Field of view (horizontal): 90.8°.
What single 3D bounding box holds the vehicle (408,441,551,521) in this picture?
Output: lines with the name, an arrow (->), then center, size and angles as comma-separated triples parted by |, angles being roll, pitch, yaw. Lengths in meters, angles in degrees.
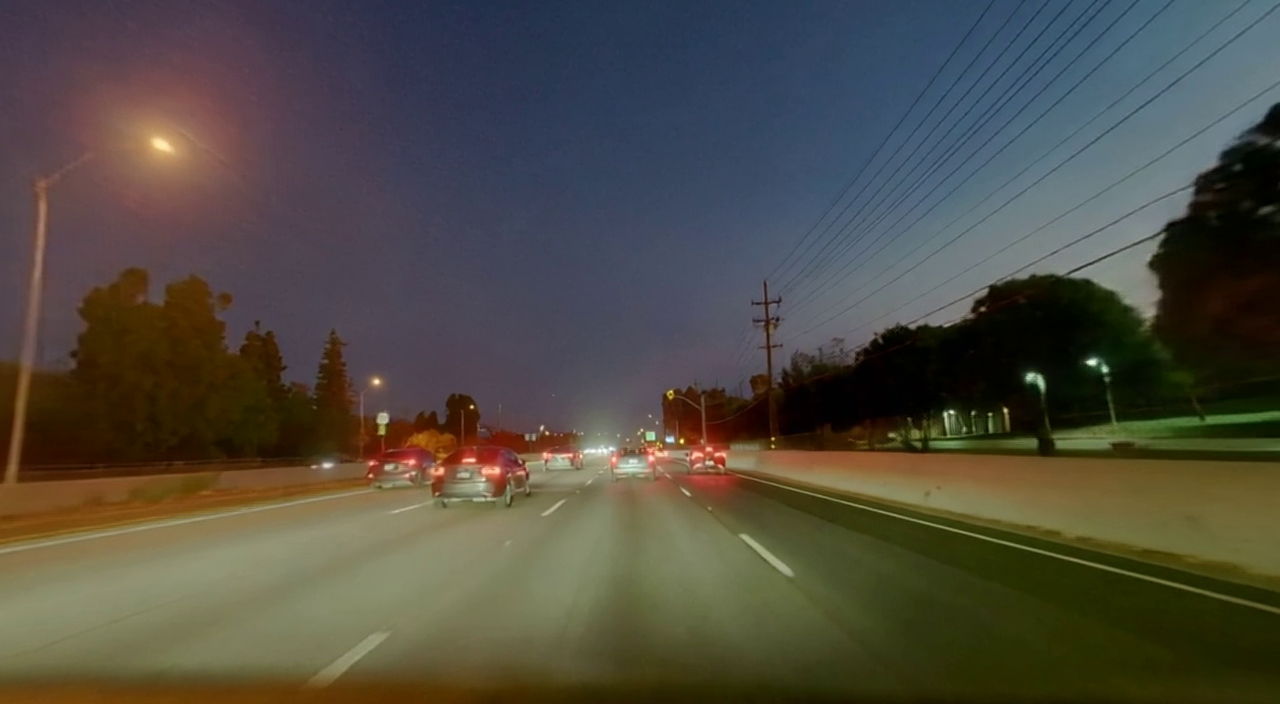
vehicle -> -3.272, 2.714, 13.915 | 1.958, 1.447, 4.454 | 0, -8, 0

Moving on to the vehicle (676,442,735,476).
vehicle -> 3.029, 5.066, 30.173 | 2.197, 1.464, 4.356 | 0, -8, -2

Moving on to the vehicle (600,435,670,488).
vehicle -> -0.179, 3.909, 22.900 | 2.284, 1.699, 4.168 | 0, -8, 0

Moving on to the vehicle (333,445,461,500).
vehicle -> -7.105, 3.534, 19.090 | 1.959, 1.435, 4.719 | 0, -8, 1

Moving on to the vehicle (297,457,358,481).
vehicle -> -22.344, 8.346, 45.358 | 2.048, 1.530, 4.605 | 0, -8, 0

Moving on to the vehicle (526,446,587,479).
vehicle -> -3.759, 5.068, 29.336 | 2.203, 1.425, 4.610 | 0, -8, 0
